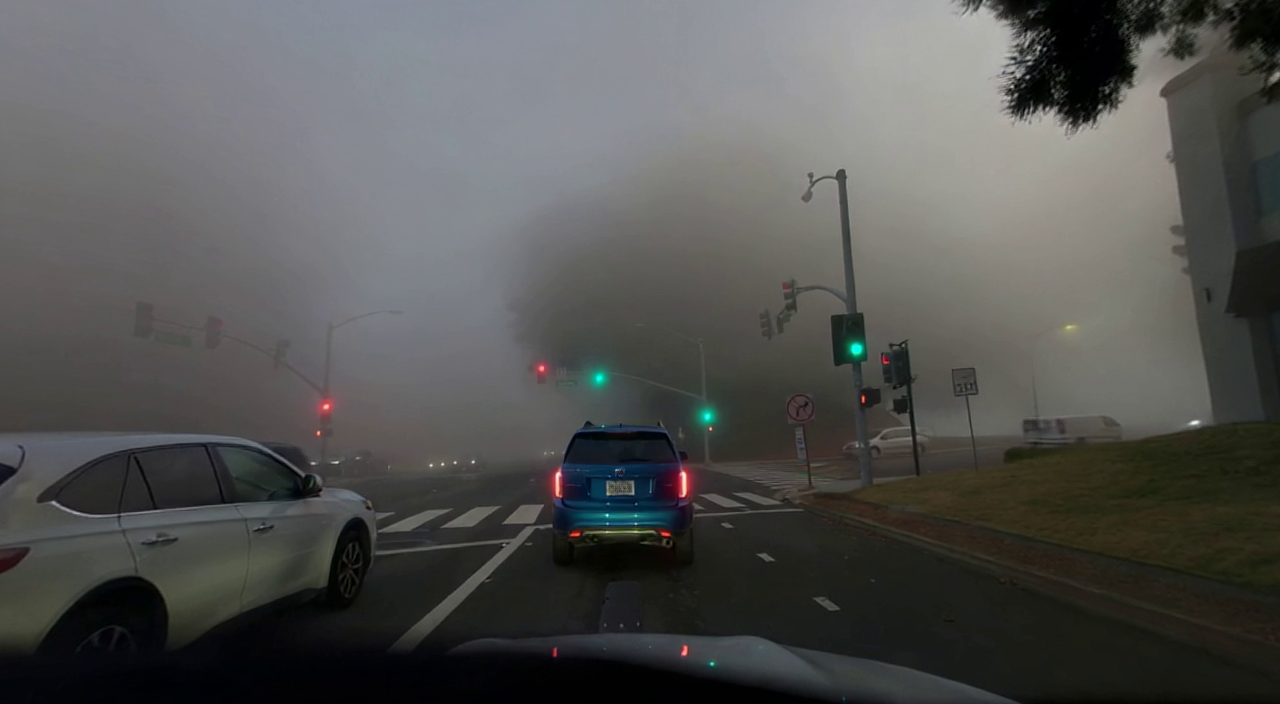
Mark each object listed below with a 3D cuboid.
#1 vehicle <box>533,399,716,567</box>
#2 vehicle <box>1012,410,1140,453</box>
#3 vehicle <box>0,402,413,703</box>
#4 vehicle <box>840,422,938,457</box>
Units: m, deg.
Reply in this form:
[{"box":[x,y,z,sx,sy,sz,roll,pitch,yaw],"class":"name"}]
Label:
[{"box":[-0.186,1.796,9.342,2.059,1.877,4.249,0,-8,0],"class":"vehicle"},{"box":[21.423,3.913,31.082,5.215,1.967,2.392,1,-9,-19],"class":"vehicle"},{"box":[-3.377,1.261,4.554,2.011,1.527,4.008,0,-8,-1],"class":"vehicle"},{"box":[14.022,4.941,35.593,4.872,1.806,2.107,3,-9,-20],"class":"vehicle"}]
